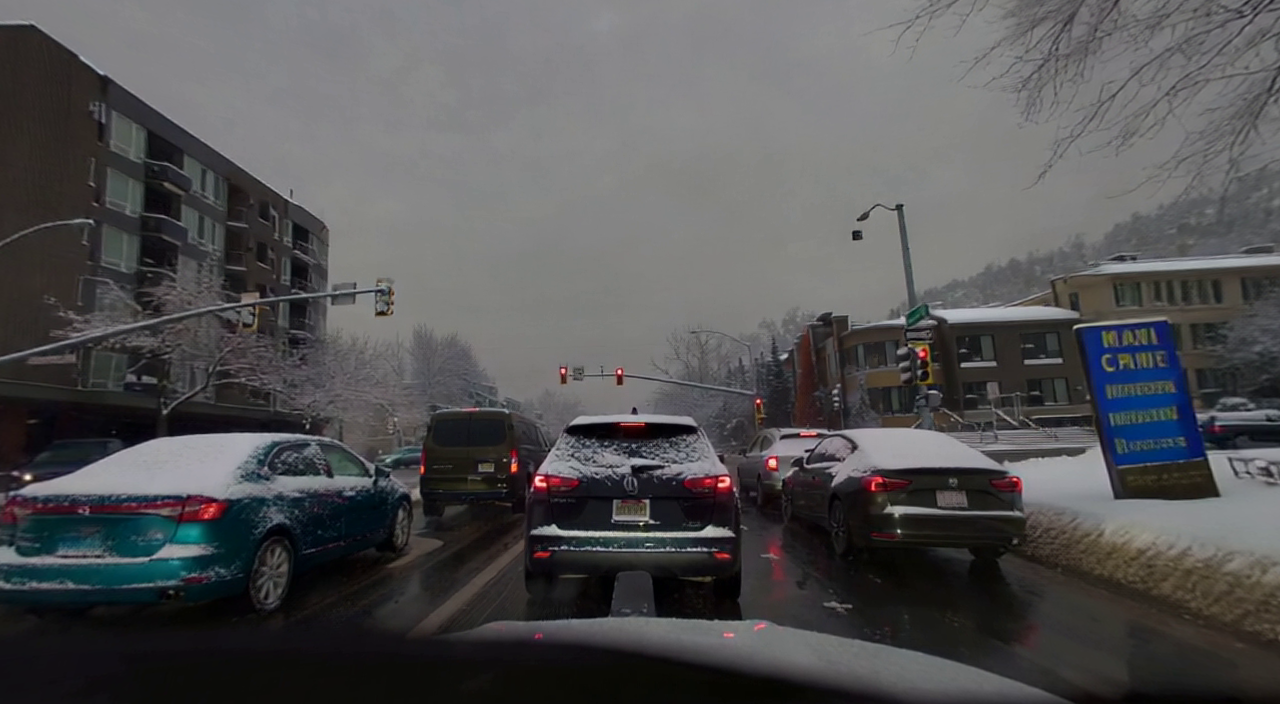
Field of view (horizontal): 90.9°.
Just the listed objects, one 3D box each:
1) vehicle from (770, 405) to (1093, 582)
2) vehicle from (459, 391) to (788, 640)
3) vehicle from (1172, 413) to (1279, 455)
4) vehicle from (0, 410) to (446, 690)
[{"bbox_3d":[3.211,1.665,8.246,2.004,1.646,4.554,0,-8,-1],"label":"vehicle"},{"bbox_3d":[-0.128,1.408,6.432,2.195,1.662,4.262,0,-8,-1],"label":"vehicle"},{"bbox_3d":[29.632,4.098,31.308,4.583,2.019,2.147,1,-9,-7],"label":"vehicle"},{"bbox_3d":[-3.547,1.425,5.828,1.906,1.524,4.547,0,-8,2],"label":"vehicle"}]
